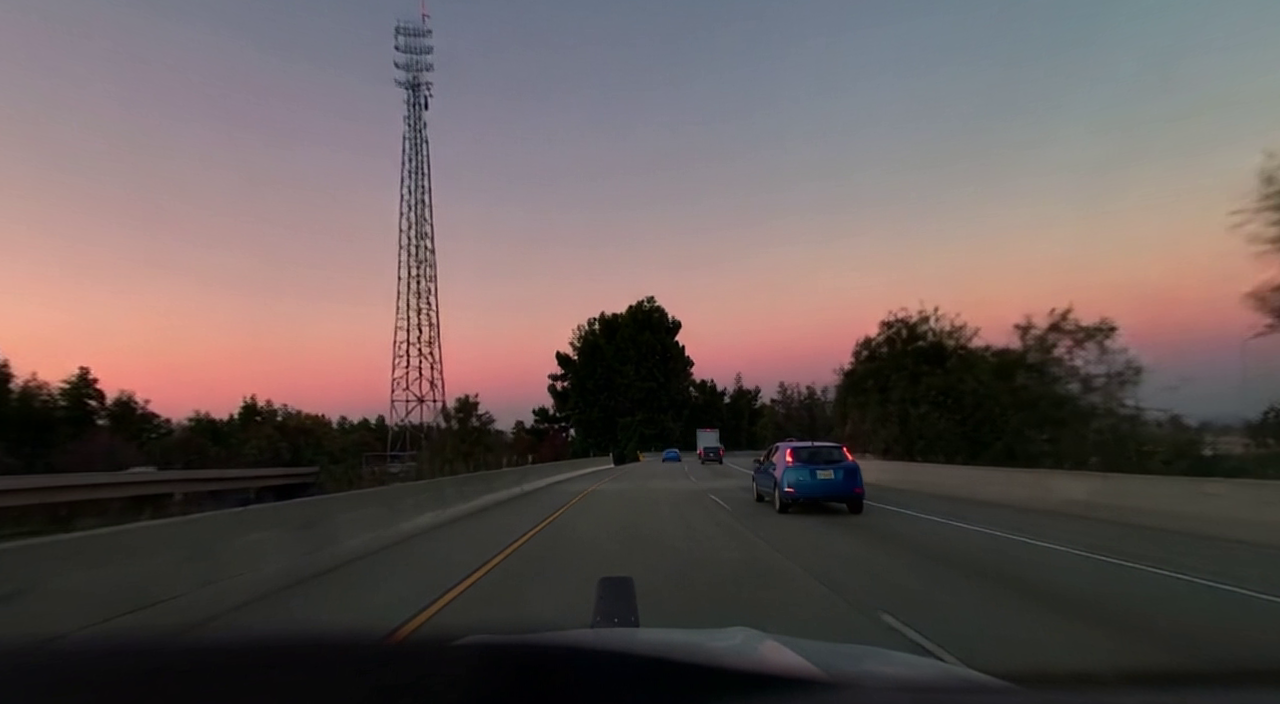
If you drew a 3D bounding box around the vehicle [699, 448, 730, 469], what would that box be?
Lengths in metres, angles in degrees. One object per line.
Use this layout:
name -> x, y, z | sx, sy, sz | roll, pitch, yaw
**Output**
vehicle -> 5.599, 8.072, 48.054 | 2.030, 1.526, 4.165 | 0, -9, 3
